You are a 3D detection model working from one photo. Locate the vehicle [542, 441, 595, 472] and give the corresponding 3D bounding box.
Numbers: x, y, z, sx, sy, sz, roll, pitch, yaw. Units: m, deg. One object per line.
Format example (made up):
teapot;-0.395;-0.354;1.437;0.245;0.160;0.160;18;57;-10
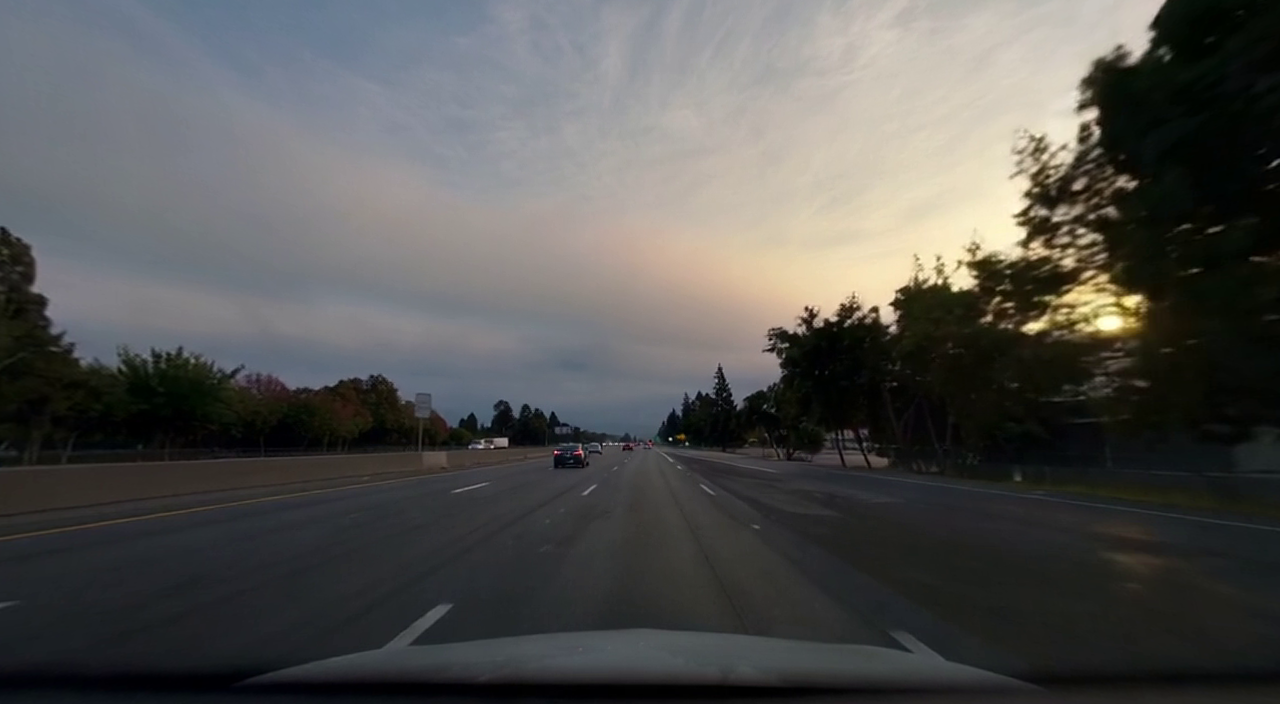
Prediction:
vehicle;-3.509;5.200;31.665;2.128;1.450;4.078;0;-8;1
